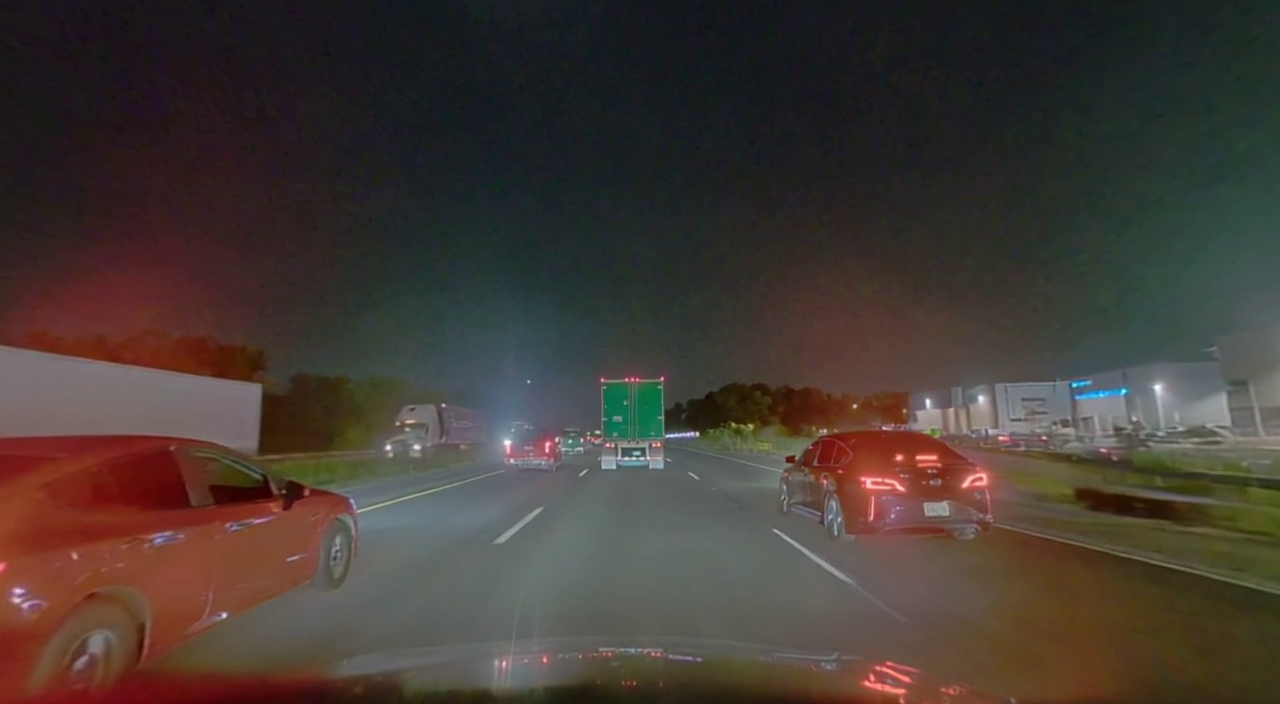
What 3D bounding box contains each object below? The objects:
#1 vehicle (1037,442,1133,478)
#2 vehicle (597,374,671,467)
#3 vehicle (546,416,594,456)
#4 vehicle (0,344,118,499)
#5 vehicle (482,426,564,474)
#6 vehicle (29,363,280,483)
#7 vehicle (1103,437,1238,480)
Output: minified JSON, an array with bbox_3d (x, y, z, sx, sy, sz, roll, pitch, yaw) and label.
[{"bbox_3d":[22.951,5.528,32.746,1.699,1.625,4.494,-2,-8,0],"label":"vehicle"},{"bbox_3d":[-0.370,3.666,32.765,3.259,4.066,9.891,0,-8,-1],"label":"vehicle"},{"bbox_3d":[-4.973,6.144,46.027,2.717,2.714,6.997,0,-8,-1],"label":"vehicle"},{"bbox_3d":[-17.051,1.477,13.703,2.959,3.738,9.951,0,-8,-1],"label":"vehicle"},{"bbox_3d":[-4.231,3.626,23.664,2.005,1.602,5.131,0,-8,1],"label":"vehicle"},{"bbox_3d":[-17.234,2.725,23.469,2.786,3.661,8.169,0,-8,-1],"label":"vehicle"},{"bbox_3d":[23.026,4.612,27.623,1.986,1.605,4.381,-2,-7,-2],"label":"vehicle"}]
